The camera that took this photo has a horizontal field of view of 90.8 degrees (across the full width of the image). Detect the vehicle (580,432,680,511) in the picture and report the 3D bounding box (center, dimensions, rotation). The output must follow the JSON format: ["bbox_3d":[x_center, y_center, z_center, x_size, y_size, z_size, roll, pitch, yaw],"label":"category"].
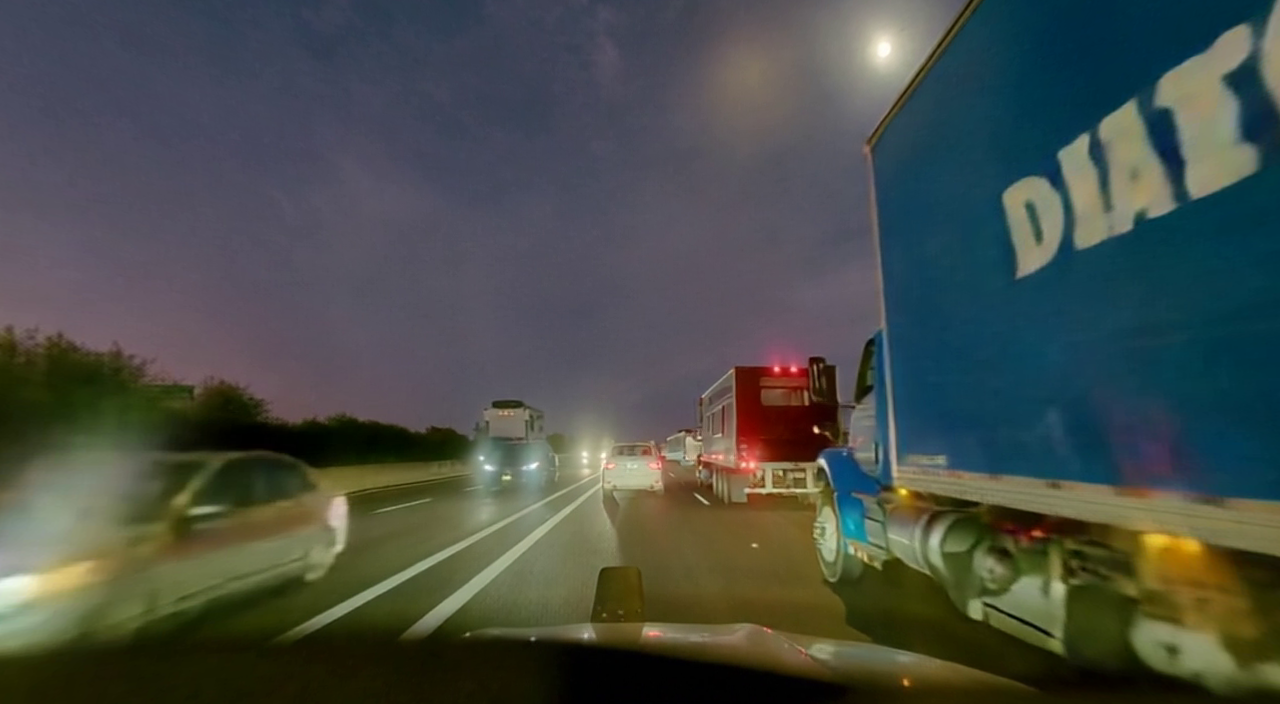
[{"bbox_3d":[-0.242,2.964,16.071,2.201,1.719,4.058,0,-9,-1],"label":"vehicle"}]

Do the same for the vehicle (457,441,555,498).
[{"bbox_3d":[-4.096,3.692,20.191,2.023,1.576,4.784,0,-9,1],"label":"vehicle"}]

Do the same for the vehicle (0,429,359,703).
[{"bbox_3d":[-3.608,1.223,3.749,1.930,1.431,4.156,0,-9,0],"label":"vehicle"}]

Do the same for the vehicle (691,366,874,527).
[{"bbox_3d":[2.888,2.266,15.253,2.533,2.942,7.280,0,-9,-1],"label":"vehicle"}]

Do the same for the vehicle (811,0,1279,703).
[{"bbox_3d":[3.188,-0.179,1.646,2.936,3.787,8.670,0,-9,0],"label":"vehicle"}]
